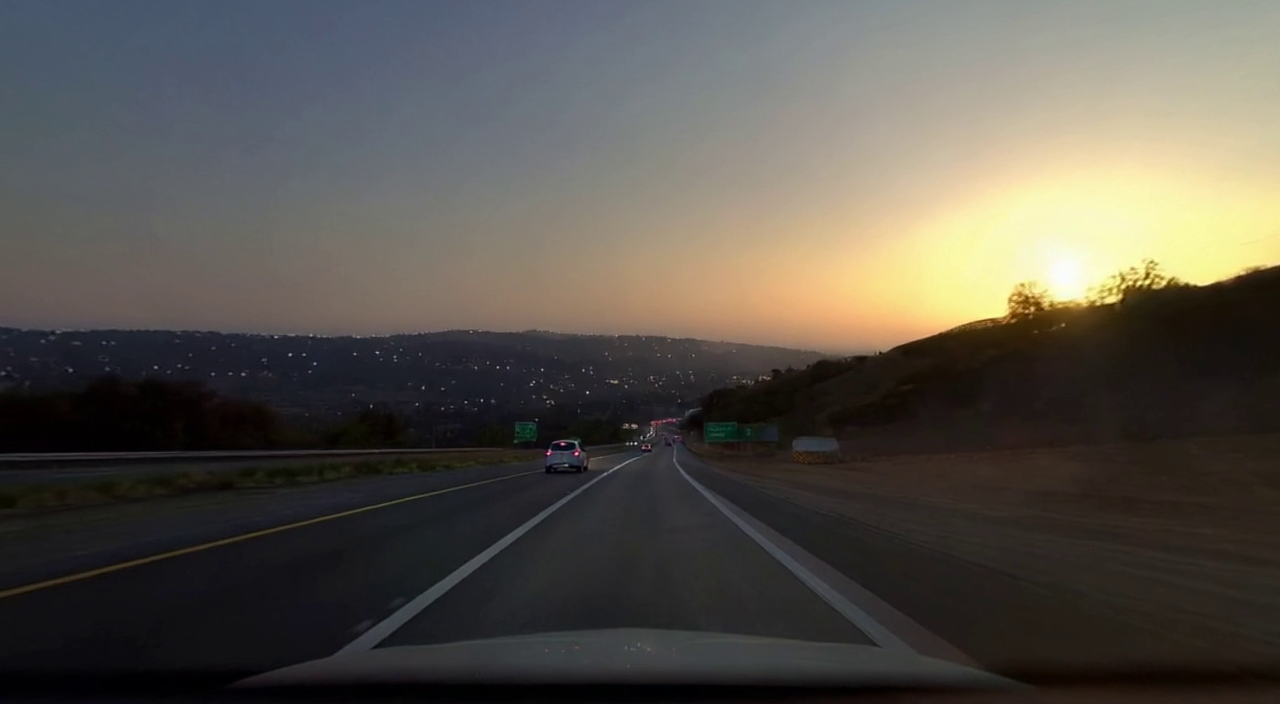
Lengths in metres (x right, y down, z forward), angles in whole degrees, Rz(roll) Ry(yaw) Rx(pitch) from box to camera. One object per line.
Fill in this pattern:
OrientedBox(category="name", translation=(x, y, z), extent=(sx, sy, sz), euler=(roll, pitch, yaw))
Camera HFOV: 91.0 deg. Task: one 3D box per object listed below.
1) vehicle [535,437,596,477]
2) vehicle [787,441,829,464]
OrientedBox(category="vehicle", translation=(-3.468, 5.037, 30.462), extent=(2.193, 1.771, 4.757), euler=(0, -9, 2))
OrientedBox(category="vehicle", translation=(12.213, 7.318, 45.896), extent=(1.831, 1.574, 3.868), euler=(0, -8, -2))
